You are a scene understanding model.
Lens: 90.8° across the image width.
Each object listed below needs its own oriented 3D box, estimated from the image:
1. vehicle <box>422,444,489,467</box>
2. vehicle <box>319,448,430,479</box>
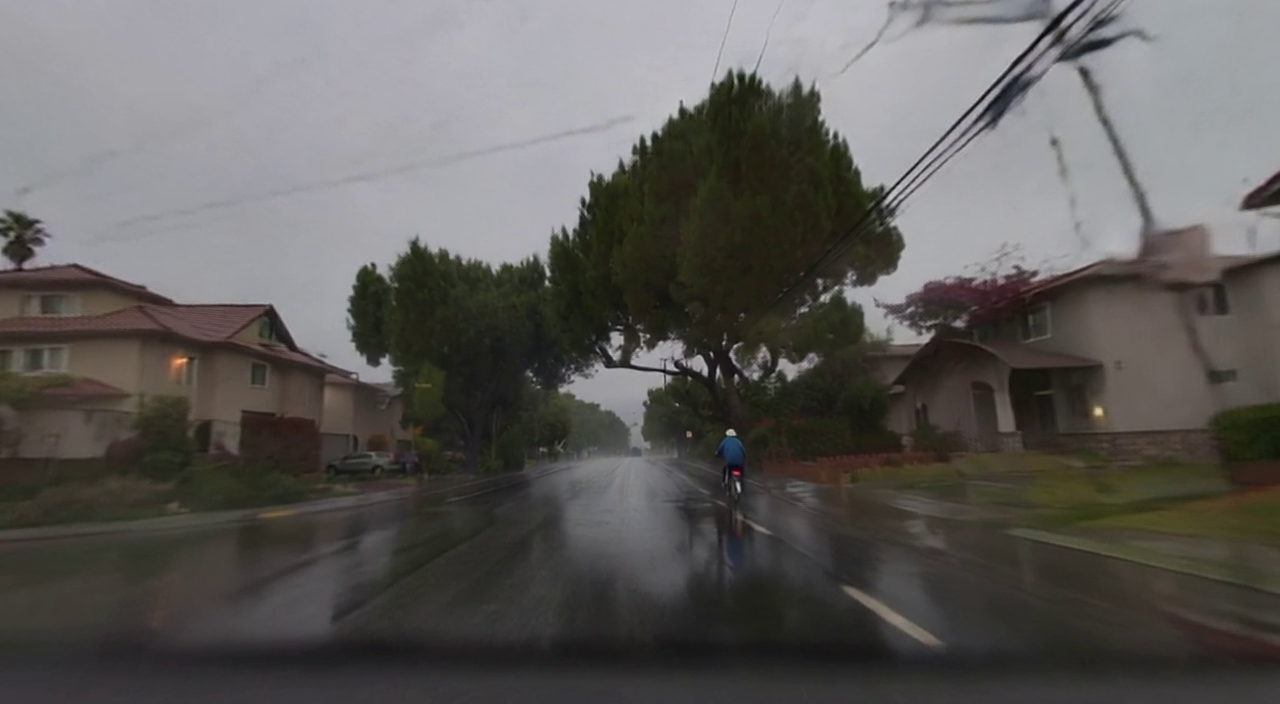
[{"bbox_3d":[-14.231,8.011,48.930,4.587,1.722,1.906,1,-9,-2],"label":"vehicle"},{"bbox_3d":[-13.219,5.560,31.728,4.717,1.465,1.887,1,-9,-3],"label":"vehicle"}]
